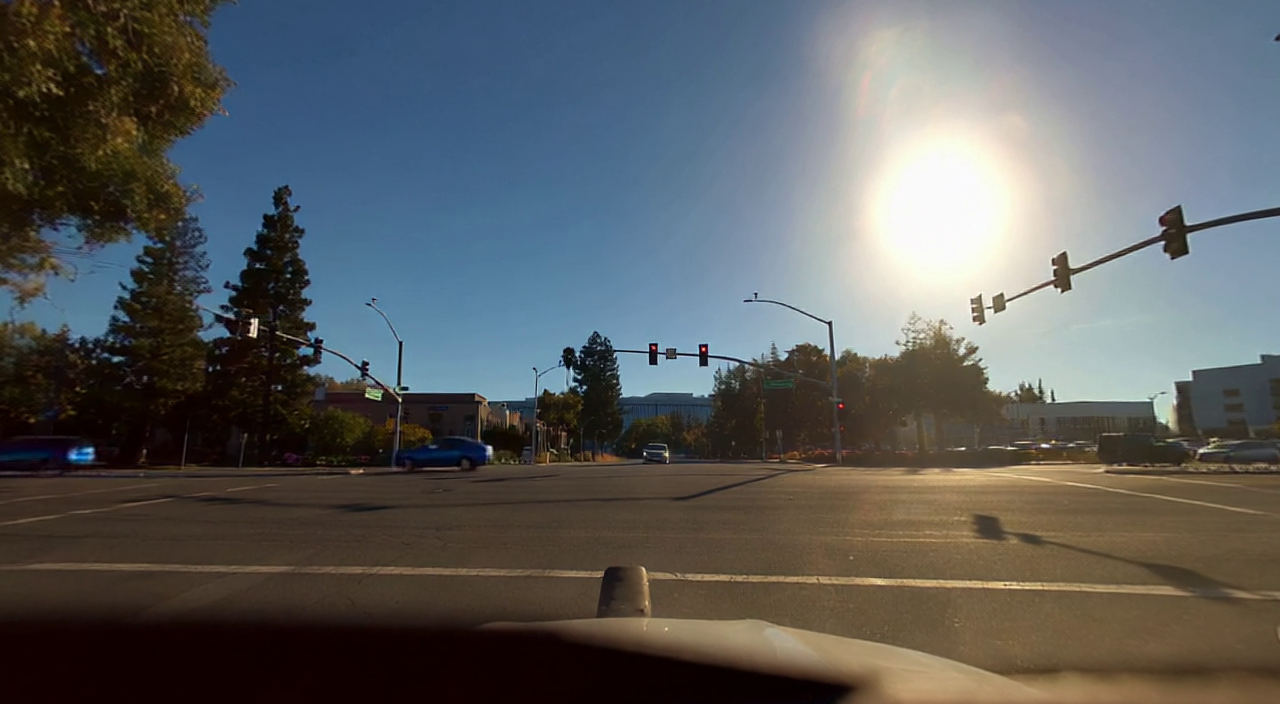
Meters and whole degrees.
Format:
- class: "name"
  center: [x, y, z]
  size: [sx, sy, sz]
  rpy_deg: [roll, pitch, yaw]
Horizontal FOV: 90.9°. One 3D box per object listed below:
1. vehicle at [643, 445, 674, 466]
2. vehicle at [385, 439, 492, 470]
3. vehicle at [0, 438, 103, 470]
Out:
- class: "vehicle"
  center: [1.291, 7.634, 46.469]
  size: [2.132, 1.449, 4.235]
  rpy_deg: [0, -9, 0]
- class: "vehicle"
  center: [-9.995, 5.115, 31.503]
  size: [4.681, 1.465, 1.820]
  rpy_deg: [0, -9, 2]
- class: "vehicle"
  center: [-30.610, 5.191, 32.114]
  size: [4.735, 1.588, 1.877]
  rpy_deg: [0, -9, 1]
